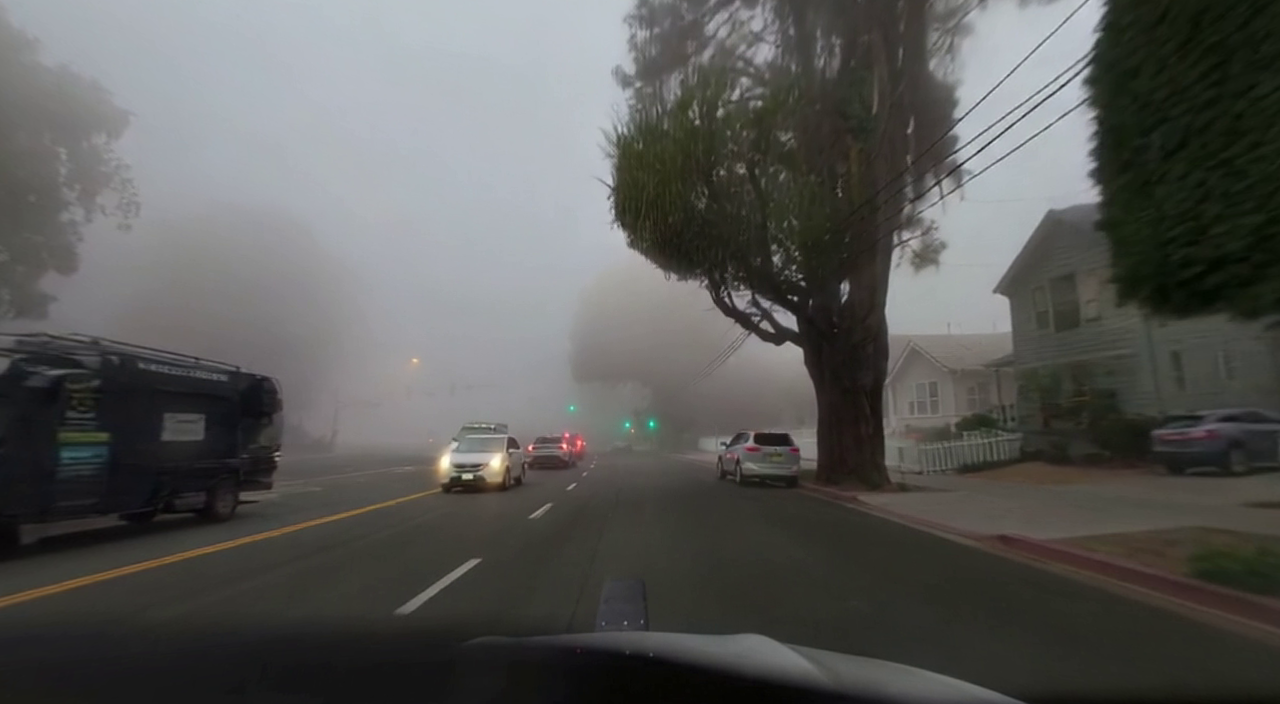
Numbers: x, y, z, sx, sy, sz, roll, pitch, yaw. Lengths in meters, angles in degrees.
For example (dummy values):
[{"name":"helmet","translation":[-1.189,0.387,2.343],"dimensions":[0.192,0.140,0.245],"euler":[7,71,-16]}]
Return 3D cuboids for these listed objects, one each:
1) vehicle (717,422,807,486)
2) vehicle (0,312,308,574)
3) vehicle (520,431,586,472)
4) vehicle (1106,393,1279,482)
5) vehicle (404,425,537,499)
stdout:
[{"name":"vehicle","translation":[3.621,3.107,19.525],"dimensions":[1.801,1.746,4.325],"euler":[0,-8,-2]},{"name":"vehicle","translation":[-6.963,1.141,7.936],"dimensions":[2.155,2.399,6.101],"euler":[-1,-8,1]},{"name":"vehicle","translation":[-3.686,4.331,27.667],"dimensions":[2.181,1.636,4.504],"euler":[-1,-8,1]},{"name":"vehicle","translation":[15.009,2.179,16.219],"dimensions":[4.864,2.000,2.353],"euler":[2,-8,-20]},{"name":"vehicle","translation":[-4.003,2.671,15.737],"dimensions":[2.051,1.572,4.207],"euler":[-1,-8,2]}]
